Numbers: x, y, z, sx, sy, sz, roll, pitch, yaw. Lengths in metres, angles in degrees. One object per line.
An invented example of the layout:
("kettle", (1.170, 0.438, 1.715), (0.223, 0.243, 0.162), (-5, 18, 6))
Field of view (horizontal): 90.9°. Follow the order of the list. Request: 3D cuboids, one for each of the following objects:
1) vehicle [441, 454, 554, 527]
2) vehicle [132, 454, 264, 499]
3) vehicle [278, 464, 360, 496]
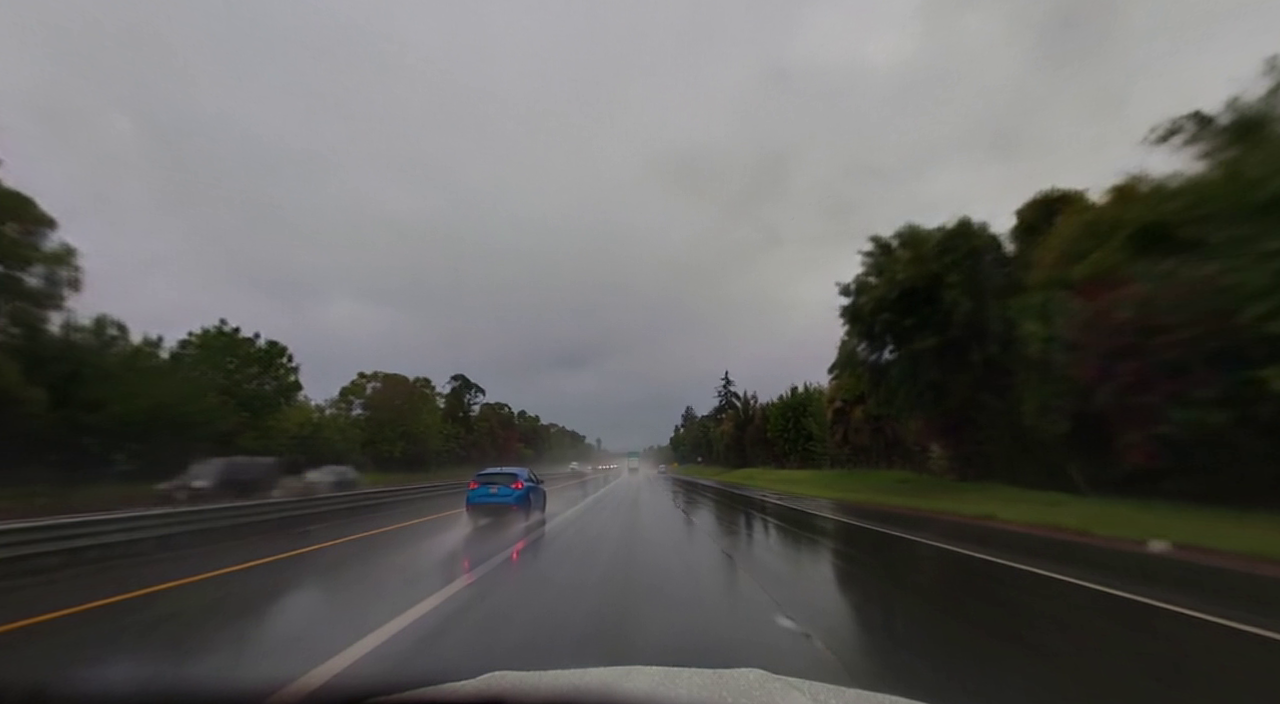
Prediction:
("vehicle", (-3.386, 3.393, 15.794), (1.797, 1.532, 4.072), (1, -10, 1))
("vehicle", (-19.659, 5.559, 28.392), (2.064, 1.805, 5.152), (0, -10, 1))
("vehicle", (-15.579, 6.218, 30.834), (1.829, 1.429, 4.079), (1, -10, -1))
